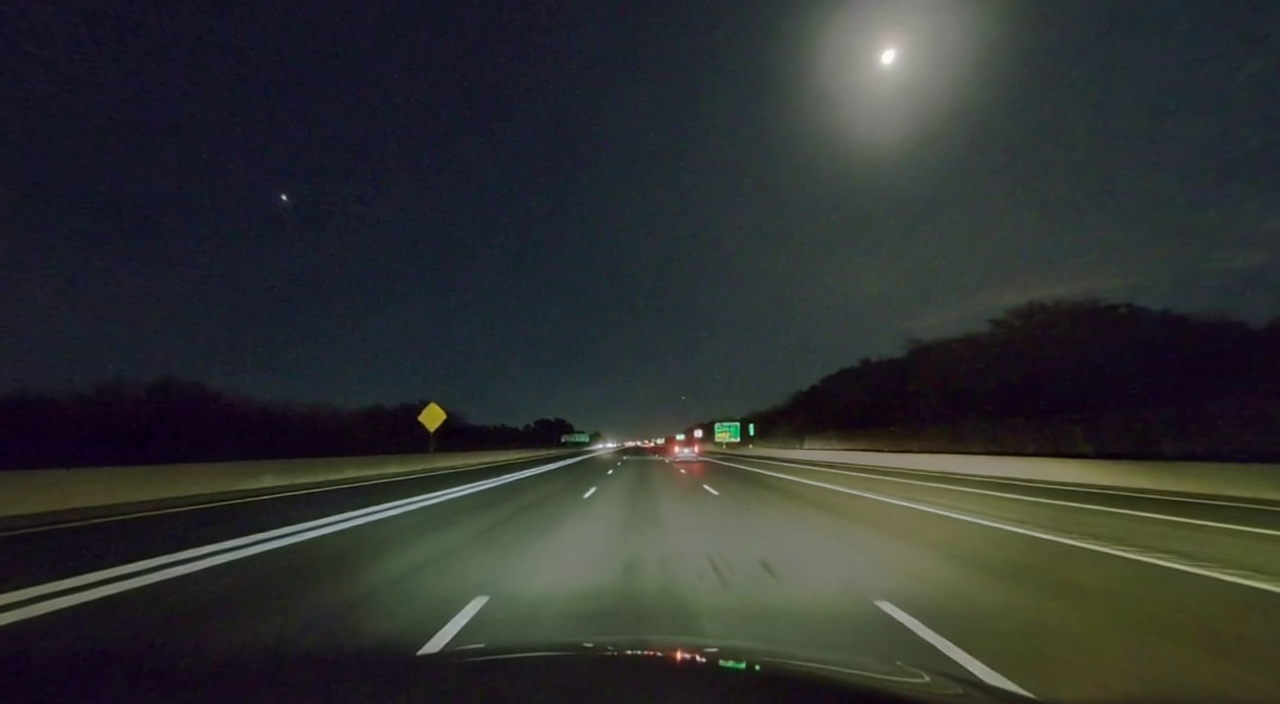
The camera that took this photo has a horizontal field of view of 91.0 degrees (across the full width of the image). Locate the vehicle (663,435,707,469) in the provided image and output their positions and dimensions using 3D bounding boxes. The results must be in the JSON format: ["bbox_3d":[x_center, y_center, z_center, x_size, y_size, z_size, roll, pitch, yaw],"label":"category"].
[{"bbox_3d":[2.332,5.312,33.633,2.050,1.654,4.192,0,-8,0],"label":"vehicle"}]
